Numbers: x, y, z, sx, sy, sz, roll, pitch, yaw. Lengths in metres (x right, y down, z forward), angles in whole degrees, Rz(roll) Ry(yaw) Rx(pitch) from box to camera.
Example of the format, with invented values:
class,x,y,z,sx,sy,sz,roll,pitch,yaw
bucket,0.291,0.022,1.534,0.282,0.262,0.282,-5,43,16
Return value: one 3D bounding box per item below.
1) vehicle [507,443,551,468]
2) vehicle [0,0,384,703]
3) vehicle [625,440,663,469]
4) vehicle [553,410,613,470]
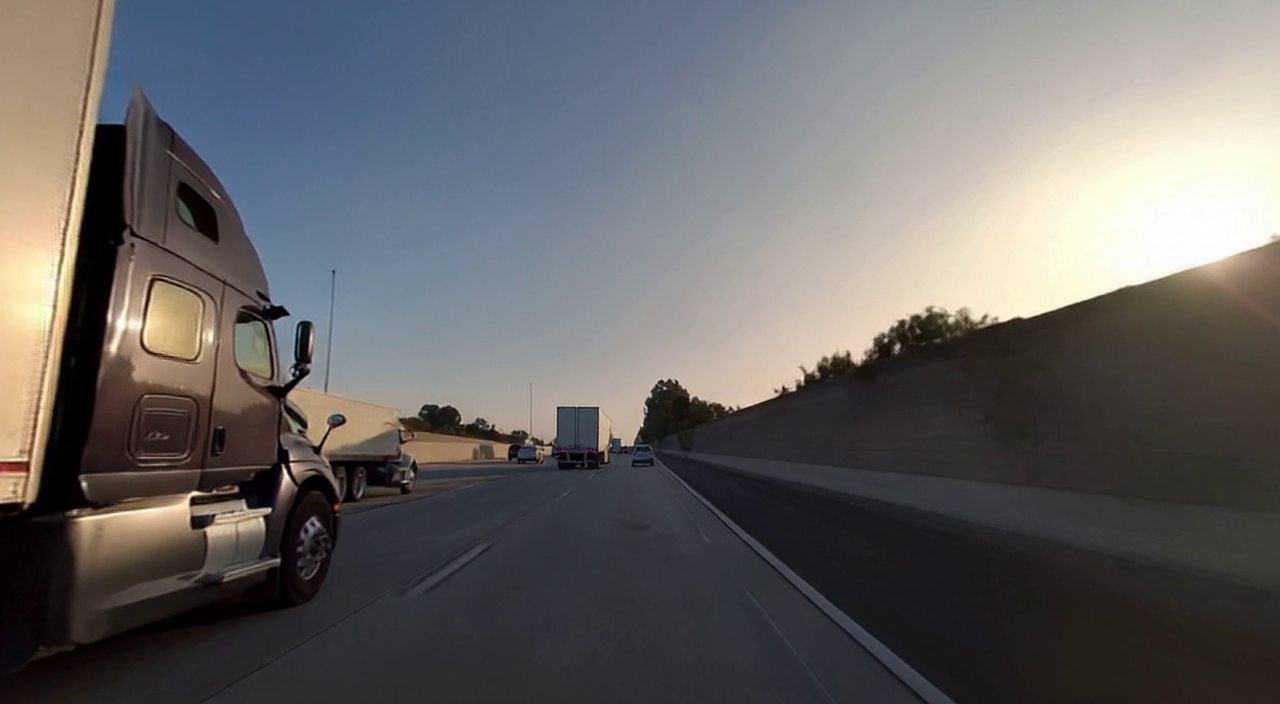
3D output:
class,x,y,z,sx,sy,sz,roll,pitch,yaw
vehicle,-7.047,6.609,40.281,1.962,1.489,4.002,-1,-9,2
vehicle,-3.653,-0.094,0.241,3.025,3.266,9.256,0,-9,1
vehicle,0.255,6.055,37.394,2.178,1.640,4.071,0,-9,1
vehicle,-3.392,5.614,39.926,2.956,3.331,9.575,0,-8,0
